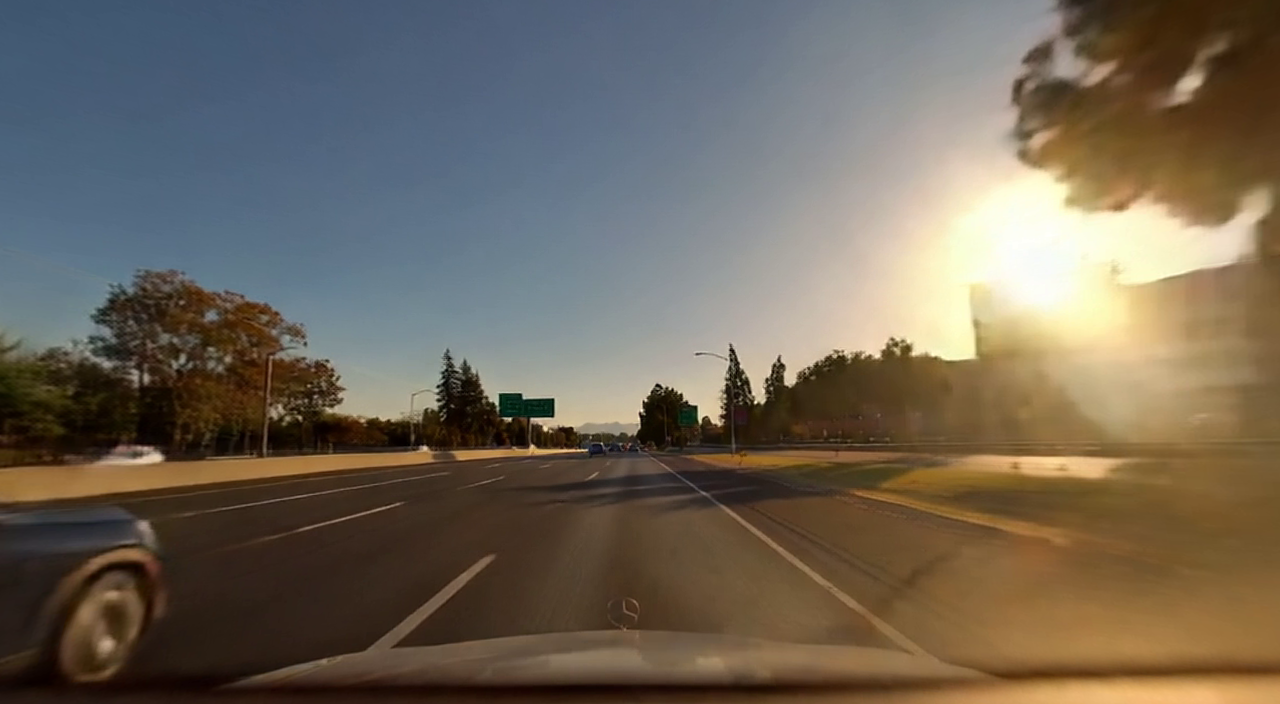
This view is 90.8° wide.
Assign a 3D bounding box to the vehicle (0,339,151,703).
[{"bbox_3d":[-3.815,0.603,1.111,2.150,1.761,4.697,0,-8,-1],"label":"vehicle"}]
